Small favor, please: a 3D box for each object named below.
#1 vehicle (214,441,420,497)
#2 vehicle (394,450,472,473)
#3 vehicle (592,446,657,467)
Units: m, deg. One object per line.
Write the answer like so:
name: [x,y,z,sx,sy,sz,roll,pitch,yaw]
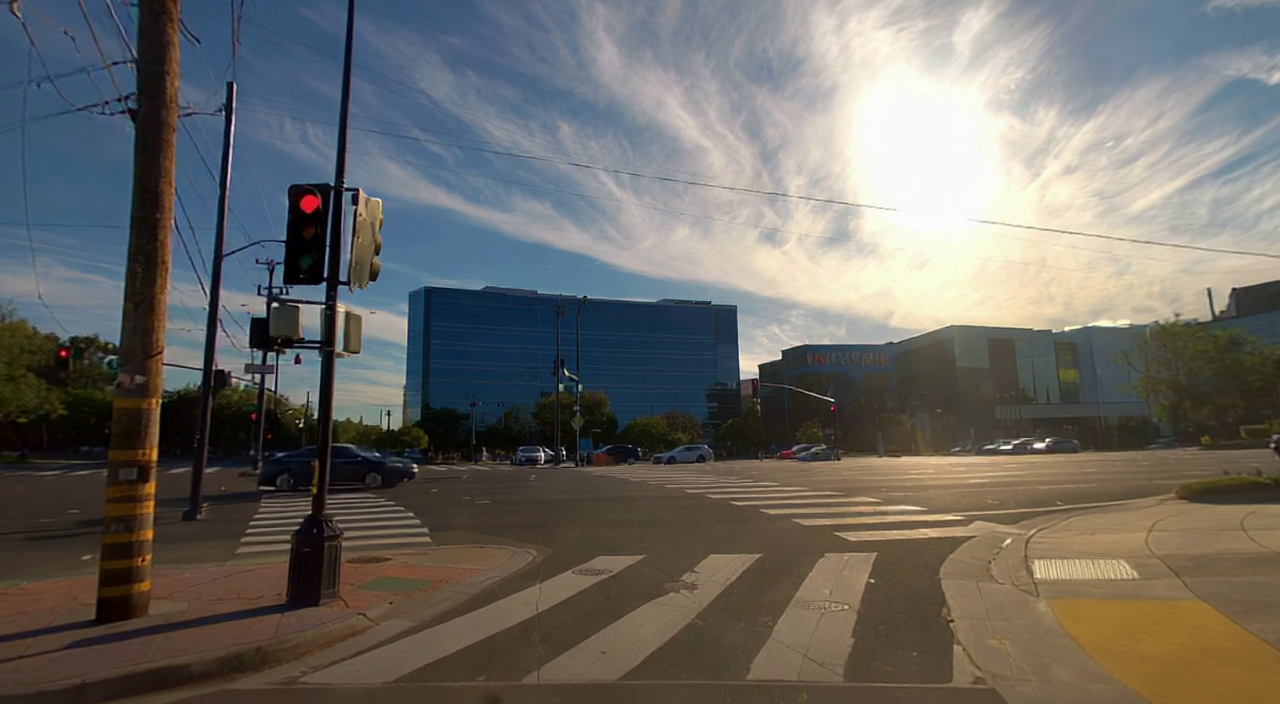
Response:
vehicle: [-8.903,3.230,17.645,4.799,1.438,1.899,-1,-8,6]
vehicle: [-14.077,7.430,43.014,4.837,1.407,1.818,4,-9,-26]
vehicle: [-1.138,7.547,45.835,4.391,1.451,1.717,4,-9,-25]
